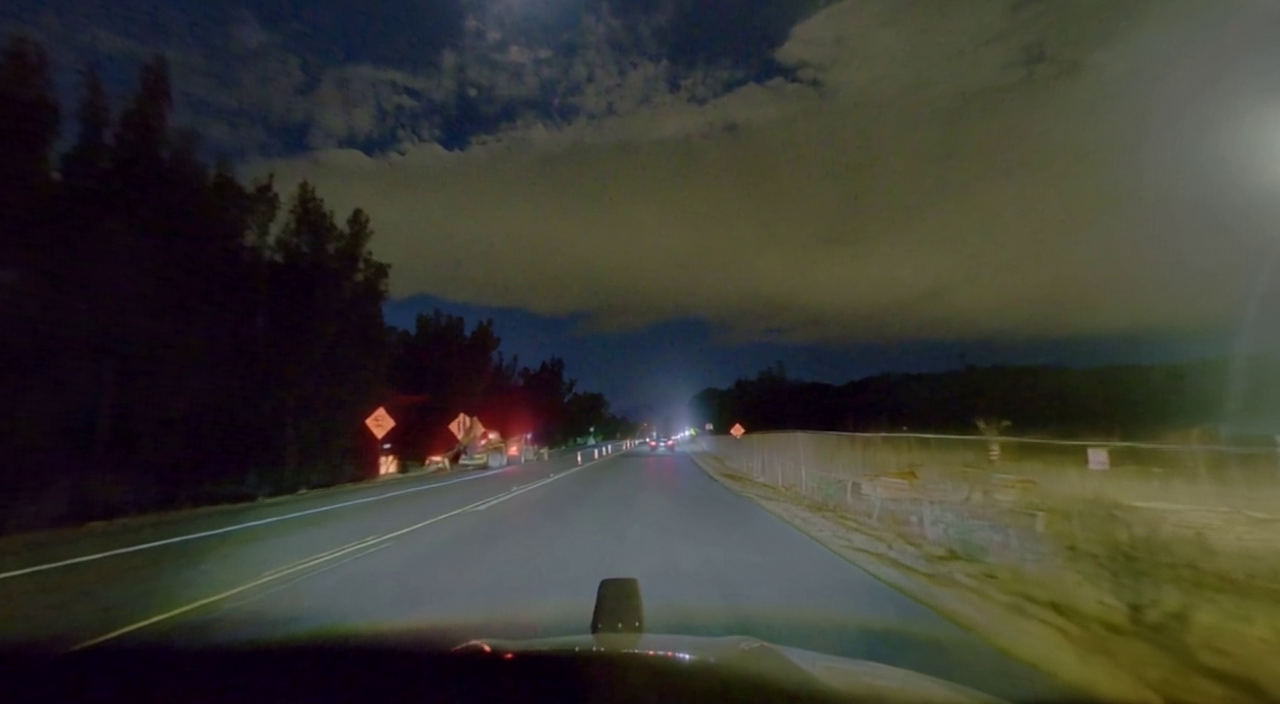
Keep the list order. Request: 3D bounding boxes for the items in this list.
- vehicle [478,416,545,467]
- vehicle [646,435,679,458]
[{"bbox_3d":[-7.096,4.988,35.151,3.064,2.710,2.385,-1,-9,4],"label":"vehicle"},{"bbox_3d":[1.553,6.608,43.951,2.172,1.486,3.581,-1,-9,2],"label":"vehicle"}]
